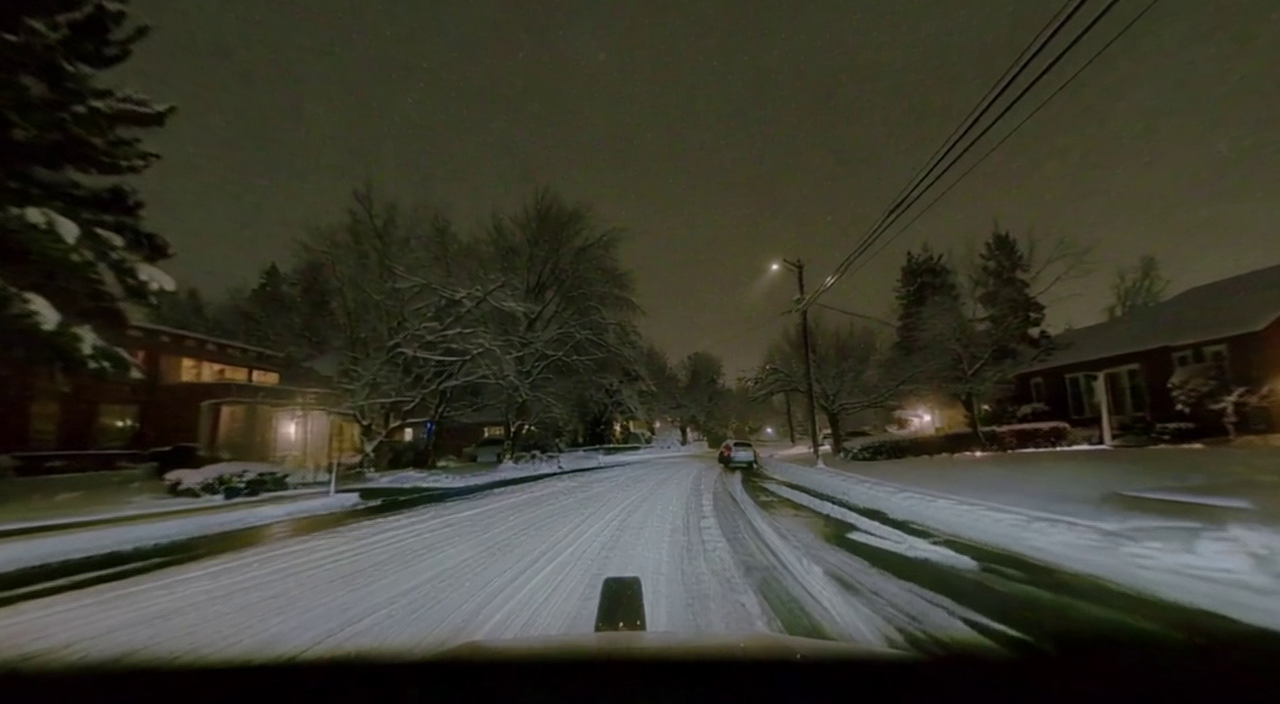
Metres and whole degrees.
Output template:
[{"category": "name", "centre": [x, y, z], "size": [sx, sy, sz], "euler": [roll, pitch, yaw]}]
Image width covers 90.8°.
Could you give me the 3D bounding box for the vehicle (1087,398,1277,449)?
[{"category": "vehicle", "centre": [18.285, 2.546, 21.686], "size": [1.997, 1.564, 4.620], "euler": [1, -9, -9]}]

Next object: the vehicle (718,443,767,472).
[{"category": "vehicle", "centre": [5.731, 5.982, 35.932], "size": [2.088, 1.522, 4.449], "euler": [0, -9, 1]}]
